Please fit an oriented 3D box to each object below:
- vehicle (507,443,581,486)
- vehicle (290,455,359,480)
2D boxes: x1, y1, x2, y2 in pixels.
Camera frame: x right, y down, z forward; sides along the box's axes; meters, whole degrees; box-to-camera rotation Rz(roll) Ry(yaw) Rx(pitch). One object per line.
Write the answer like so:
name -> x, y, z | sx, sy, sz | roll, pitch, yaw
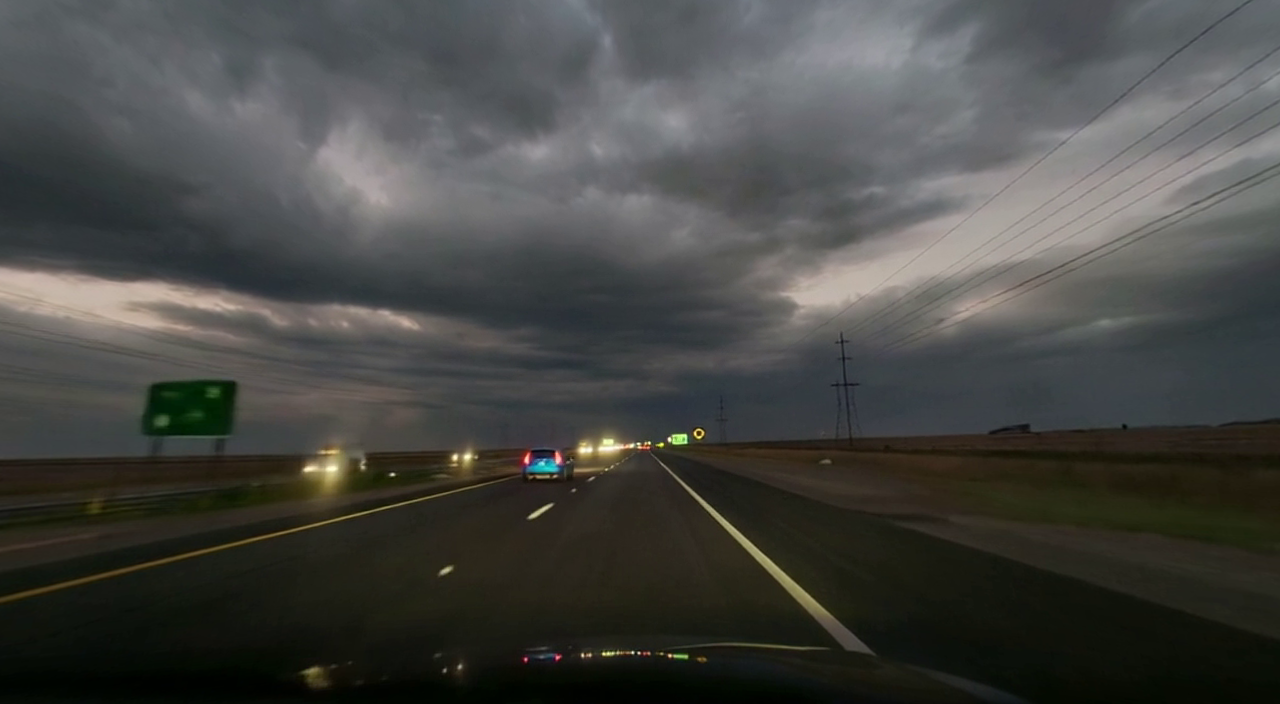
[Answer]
vehicle -> -3.647, 4.363, 24.747 | 2.106, 1.543, 4.465 | 0, -9, 1
vehicle -> -21.039, 7.707, 42.266 | 1.942, 1.507, 4.968 | 0, -9, 1
